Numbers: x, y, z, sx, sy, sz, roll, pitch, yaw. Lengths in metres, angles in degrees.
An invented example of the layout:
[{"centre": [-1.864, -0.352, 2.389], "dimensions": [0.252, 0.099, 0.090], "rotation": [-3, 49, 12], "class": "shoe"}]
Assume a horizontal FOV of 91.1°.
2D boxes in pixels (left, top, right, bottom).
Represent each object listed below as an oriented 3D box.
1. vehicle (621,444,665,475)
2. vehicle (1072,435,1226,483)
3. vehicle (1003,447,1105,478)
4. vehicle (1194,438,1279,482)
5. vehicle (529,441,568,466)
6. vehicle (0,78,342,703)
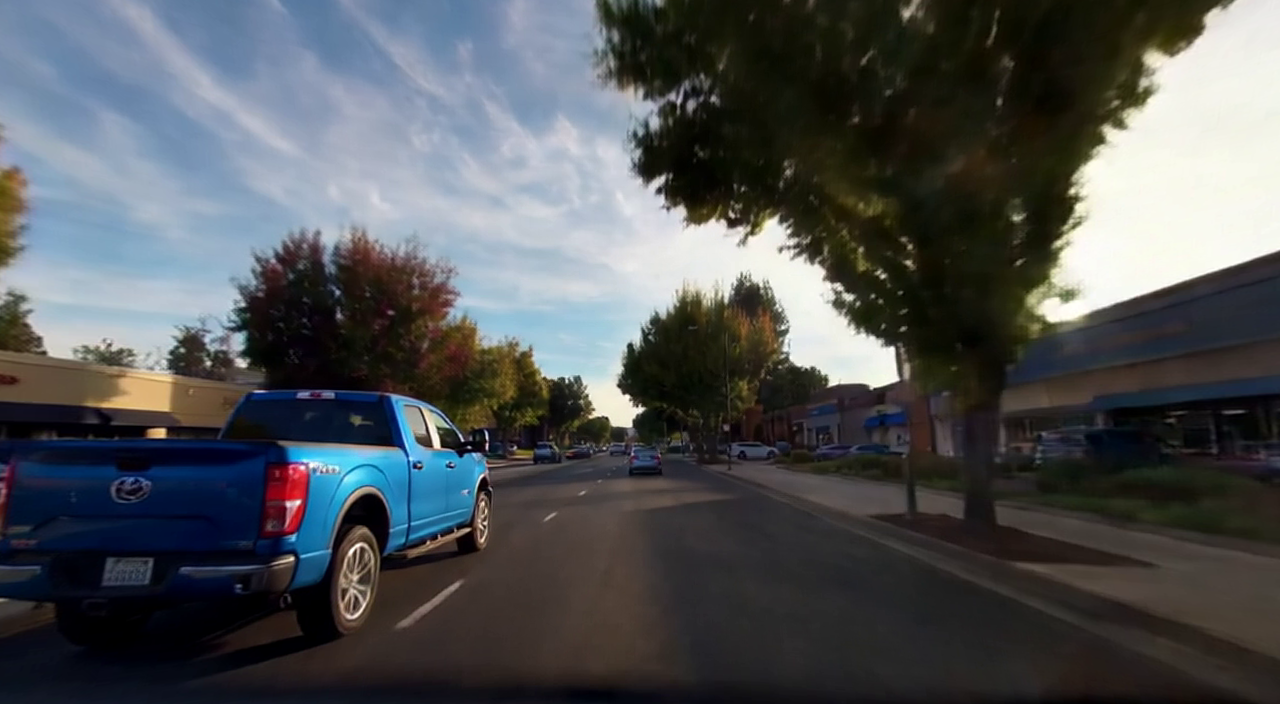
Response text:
[{"centre": [0.180, 5.727, 33.837], "dimensions": [2.191, 1.530, 4.470], "rotation": [0, -8, 1], "class": "vehicle"}, {"centre": [20.574, 4.330, 25.692], "dimensions": [4.501, 1.780, 2.082], "rotation": [-5, -10, 29], "class": "vehicle"}, {"centre": [22.308, 5.921, 34.038], "dimensions": [4.437, 1.485, 2.027], "rotation": [-4, -9, 31], "class": "vehicle"}, {"centre": [26.088, 4.393, 25.759], "dimensions": [4.478, 1.724, 2.179], "rotation": [-4, -10, 28], "class": "vehicle"}, {"centre": [-6.946, 7.757, 48.188], "dimensions": [2.146, 1.788, 5.153], "rotation": [0, -8, 1], "class": "vehicle"}, {"centre": [-3.411, 0.312, 1.384], "dimensions": [2.733, 2.495, 5.037], "rotation": [-1, -8, 4], "class": "vehicle"}]
